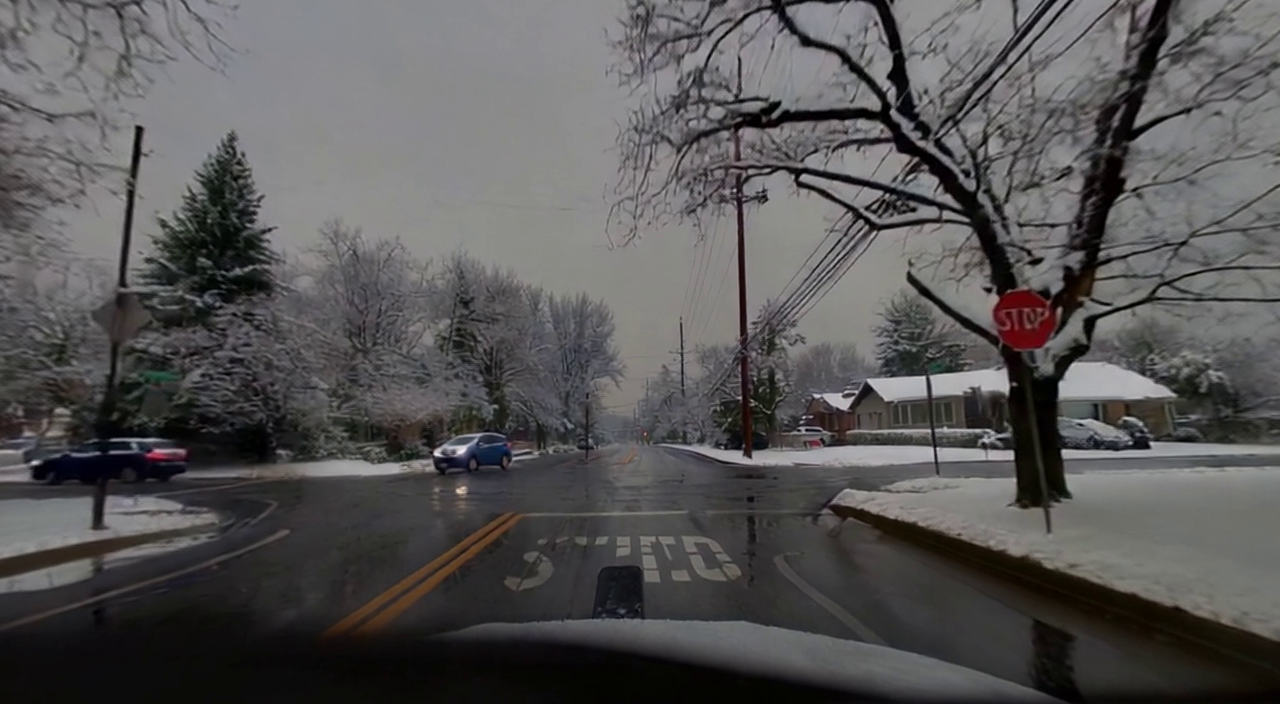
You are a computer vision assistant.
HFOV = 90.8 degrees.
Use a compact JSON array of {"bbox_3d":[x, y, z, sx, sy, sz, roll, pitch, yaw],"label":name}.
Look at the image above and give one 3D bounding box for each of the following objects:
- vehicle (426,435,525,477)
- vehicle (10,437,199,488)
[{"bbox_3d":[-6.832,4.357,26.817,1.988,1.596,4.396,-3,-8,17],"label":"vehicle"},{"bbox_3d":[-19.193,3.943,22.836,4.968,1.728,1.987,0,-8,0],"label":"vehicle"}]
